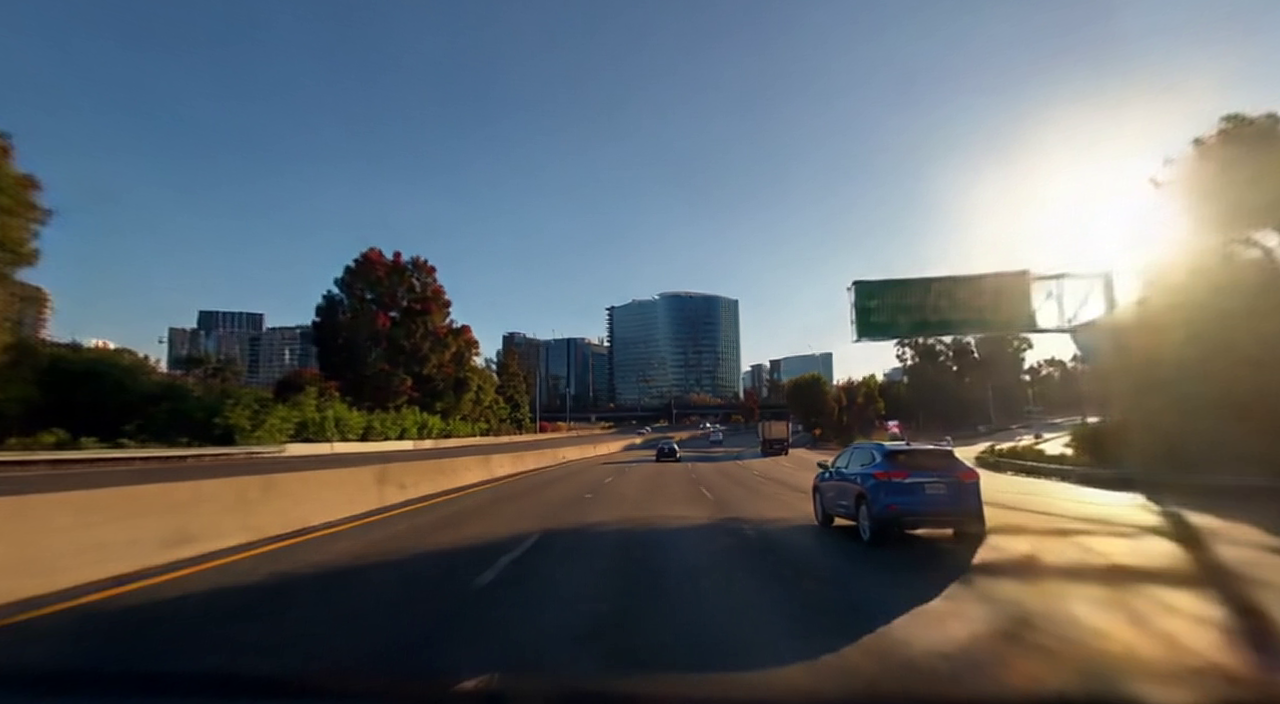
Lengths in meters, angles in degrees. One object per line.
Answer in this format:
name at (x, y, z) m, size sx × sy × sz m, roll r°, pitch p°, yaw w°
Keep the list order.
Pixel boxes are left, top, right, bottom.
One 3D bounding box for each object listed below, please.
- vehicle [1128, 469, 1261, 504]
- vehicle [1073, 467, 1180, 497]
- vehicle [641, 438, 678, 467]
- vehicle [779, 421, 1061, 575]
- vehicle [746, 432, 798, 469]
vehicle at (29.769, 7.238, 34.081) m, size 4.780 × 1.646 × 2.120 m, roll -4°, pitch -9°, yaw 13°
vehicle at (28.918, 7.784, 37.727) m, size 4.550 × 1.450 × 1.876 m, roll -5°, pitch -6°, yaw 17°
vehicle at (1.360, 6.556, 41.365) m, size 2.181 × 1.768 × 4.383 m, roll -1°, pitch -8°, yaw 5°
vehicle at (3.538, 1.910, 9.113) m, size 2.097 × 1.659 × 4.320 m, roll 0°, pitch -8°, yaw 0°
vehicle at (8.570, 6.483, 41.693) m, size 2.526 × 2.230 × 6.190 m, roll 0°, pitch -8°, yaw 4°
